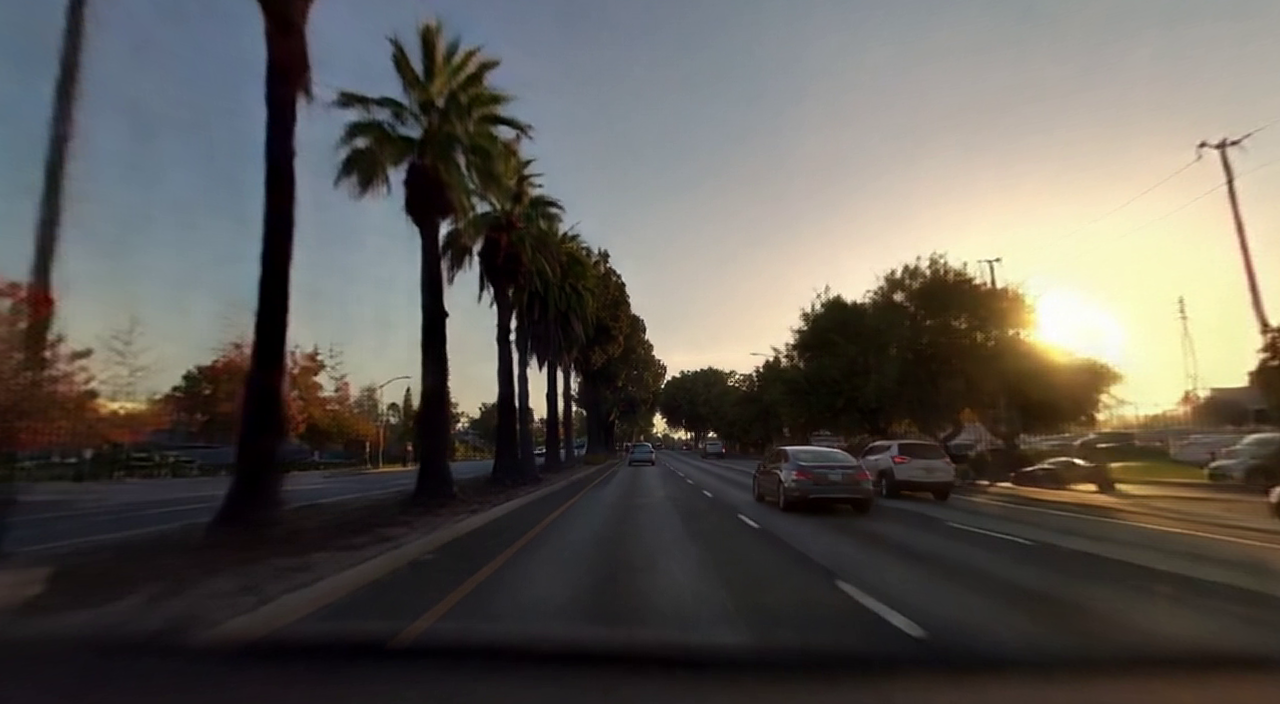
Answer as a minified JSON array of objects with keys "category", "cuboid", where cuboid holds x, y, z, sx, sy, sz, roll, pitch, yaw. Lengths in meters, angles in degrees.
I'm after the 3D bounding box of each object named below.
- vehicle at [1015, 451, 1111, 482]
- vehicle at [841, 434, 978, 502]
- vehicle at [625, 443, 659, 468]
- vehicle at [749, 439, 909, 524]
[{"category":"vehicle","cuboid":[21.672,5.846,32.592,1.854,1.411,4.490,0,-8,0]},{"category":"vehicle","cuboid":[7.397,3.211,17.919,1.916,1.646,4.258,1,-8,-1]},{"category":"vehicle","cuboid":[0.105,6.506,39.807,2.031,1.444,4.361,1,-8,-1]},{"category":"vehicle","cuboid":[3.693,2.603,13.313,1.875,1.452,4.453,1,-8,-2]}]
